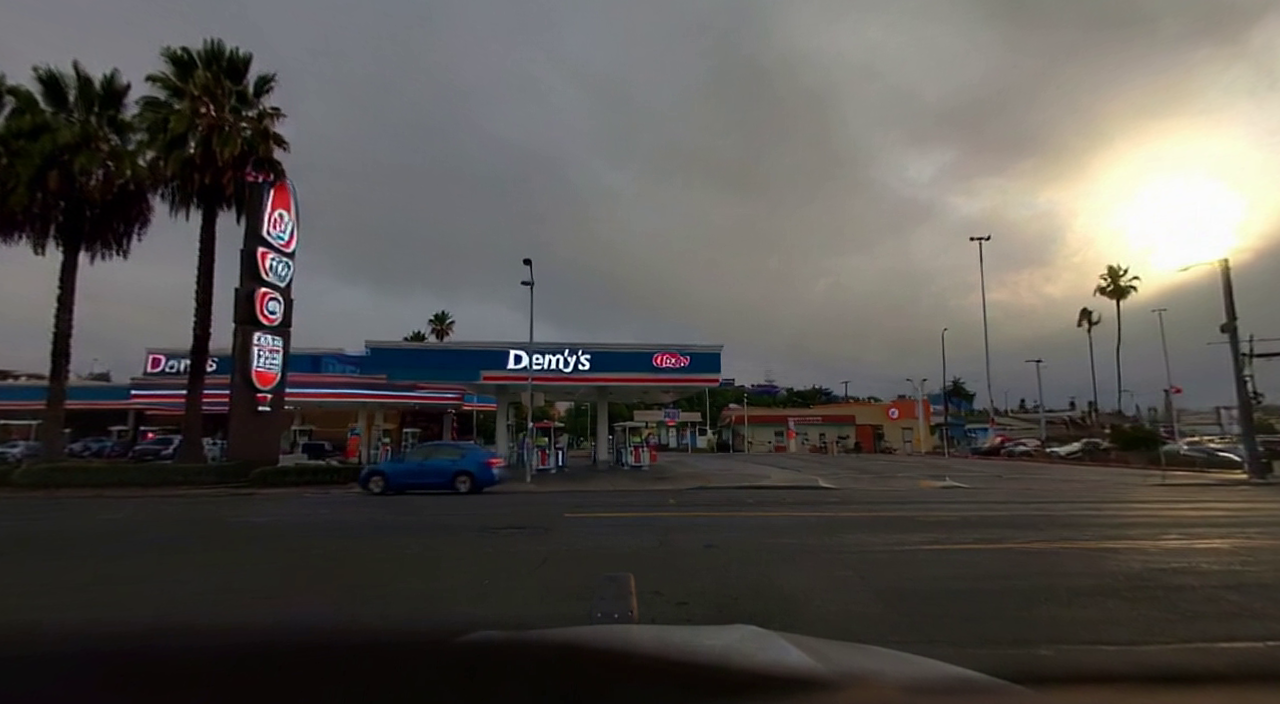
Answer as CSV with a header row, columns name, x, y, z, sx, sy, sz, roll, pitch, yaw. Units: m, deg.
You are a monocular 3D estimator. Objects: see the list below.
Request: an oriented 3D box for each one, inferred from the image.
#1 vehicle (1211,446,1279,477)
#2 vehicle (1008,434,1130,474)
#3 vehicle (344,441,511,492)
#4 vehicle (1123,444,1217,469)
name,x,y,z,sx,sy,sz,roll,pitch,yaw
vehicle,32.165,5.509,32.042,2.074,1.480,4.369,1,-8,-6
vehicle,22.120,5.230,32.684,4.880,1.754,2.202,0,-5,-6
vehicle,-6.453,3.527,19.697,4.570,1.480,1.873,1,-9,-5
vehicle,34.343,6.760,41.116,1.805,1.466,4.641,1,-8,-7
